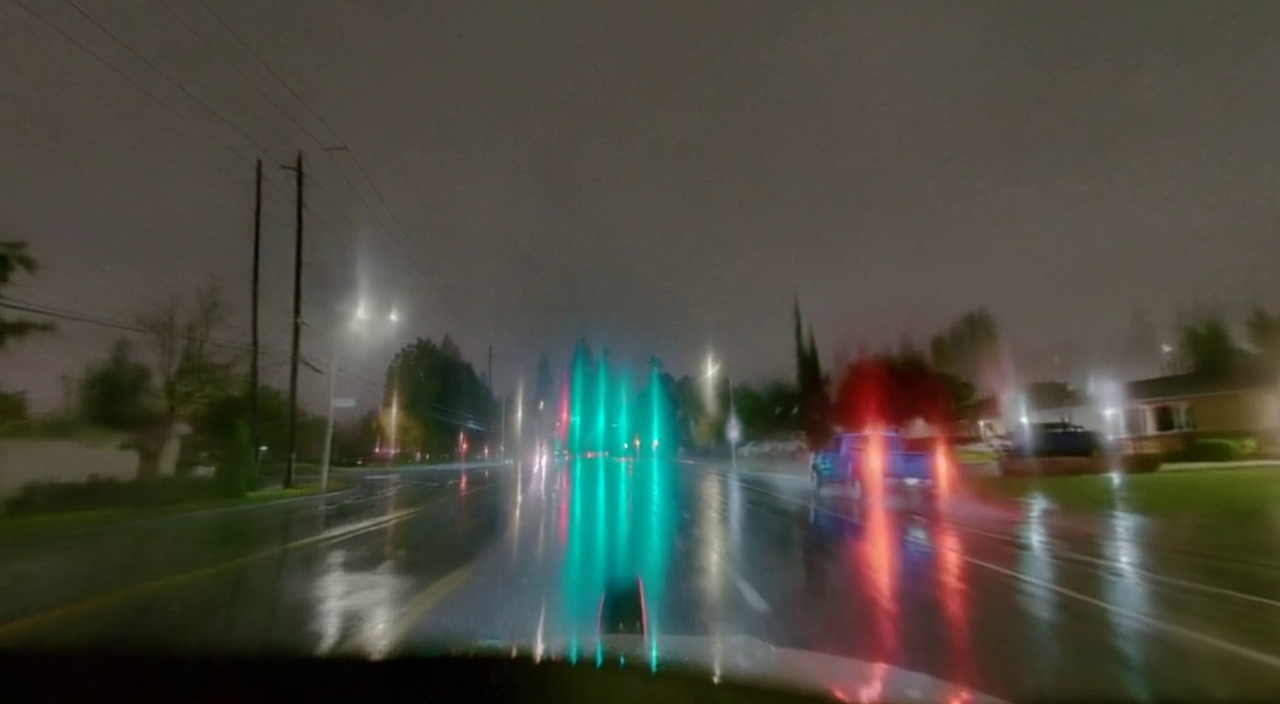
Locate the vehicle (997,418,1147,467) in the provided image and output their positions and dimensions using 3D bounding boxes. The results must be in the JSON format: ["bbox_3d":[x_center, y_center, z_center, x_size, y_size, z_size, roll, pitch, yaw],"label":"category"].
[{"bbox_3d":[17.544,3.692,25.802,4.623,1.741,1.924,-2,-8,-1],"label":"vehicle"}]

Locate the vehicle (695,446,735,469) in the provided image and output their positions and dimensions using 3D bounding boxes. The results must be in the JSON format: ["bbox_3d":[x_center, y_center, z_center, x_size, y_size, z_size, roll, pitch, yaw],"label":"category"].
[{"bbox_3d":[5.093,7.259,43.541,1.969,1.495,4.328,0,-9,-3],"label":"vehicle"}]

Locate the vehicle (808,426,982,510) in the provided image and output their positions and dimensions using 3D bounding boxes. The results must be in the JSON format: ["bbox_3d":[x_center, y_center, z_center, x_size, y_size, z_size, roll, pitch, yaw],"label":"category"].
[{"bbox_3d":[6.513,3.037,17.128,2.285,1.868,5.575,0,-9,-1],"label":"vehicle"}]
